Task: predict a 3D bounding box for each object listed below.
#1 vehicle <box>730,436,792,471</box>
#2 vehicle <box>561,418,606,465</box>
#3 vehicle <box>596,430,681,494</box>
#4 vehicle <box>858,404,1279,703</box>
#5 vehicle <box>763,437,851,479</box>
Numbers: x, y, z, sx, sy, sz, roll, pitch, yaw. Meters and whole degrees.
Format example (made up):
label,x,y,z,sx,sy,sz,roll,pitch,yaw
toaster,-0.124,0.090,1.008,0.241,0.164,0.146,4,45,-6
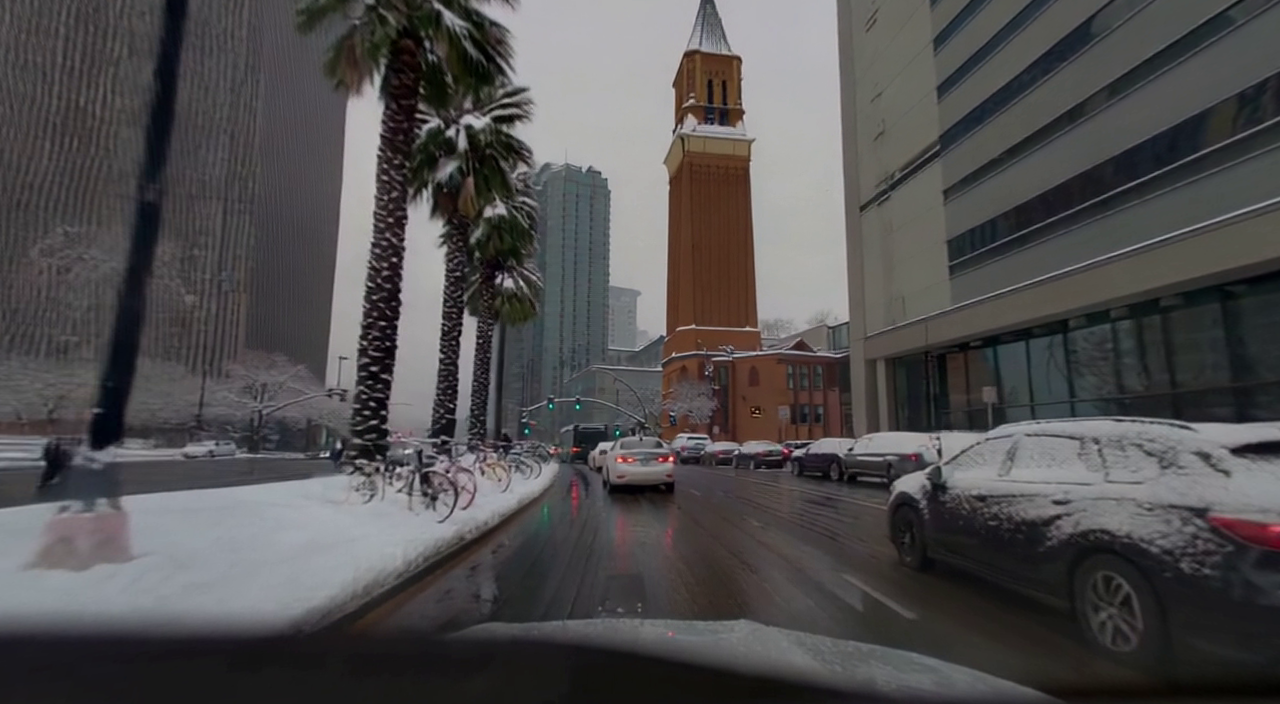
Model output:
label,x,y,z,sx,sy,sz,roll,pitch,yaw
vehicle,6.270,5.346,33.326,1.860,1.684,4.211,1,-9,-9
vehicle,-3.833,6.000,42.190,2.400,2.872,6.053,2,-9,-10
vehicle,-0.162,3.109,18.066,2.111,1.605,3.832,1,-9,-5
vehicle,3.740,1.329,5.021,2.116,1.500,4.702,0,-9,-3
vehicle,6.986,4.488,27.006,2.067,1.641,4.569,1,-9,-6
